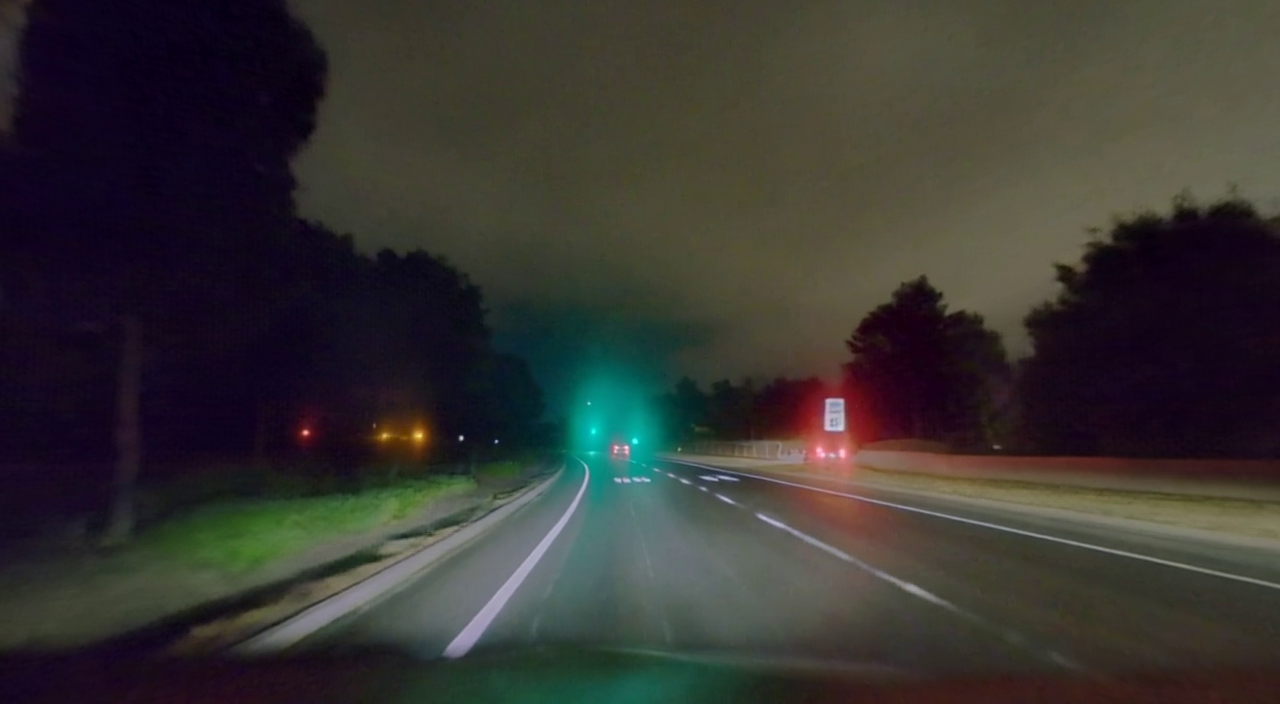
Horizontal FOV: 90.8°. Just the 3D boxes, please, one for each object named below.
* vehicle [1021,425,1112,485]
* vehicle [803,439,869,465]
[{"bbox_3d":[23.250,5.637,34.757,2.236,2.968,6.014,-3,-9,17],"label":"vehicle"},{"bbox_3d":[14.876,7.613,48.057,4.457,1.724,1.871,3,-8,-3],"label":"vehicle"}]
